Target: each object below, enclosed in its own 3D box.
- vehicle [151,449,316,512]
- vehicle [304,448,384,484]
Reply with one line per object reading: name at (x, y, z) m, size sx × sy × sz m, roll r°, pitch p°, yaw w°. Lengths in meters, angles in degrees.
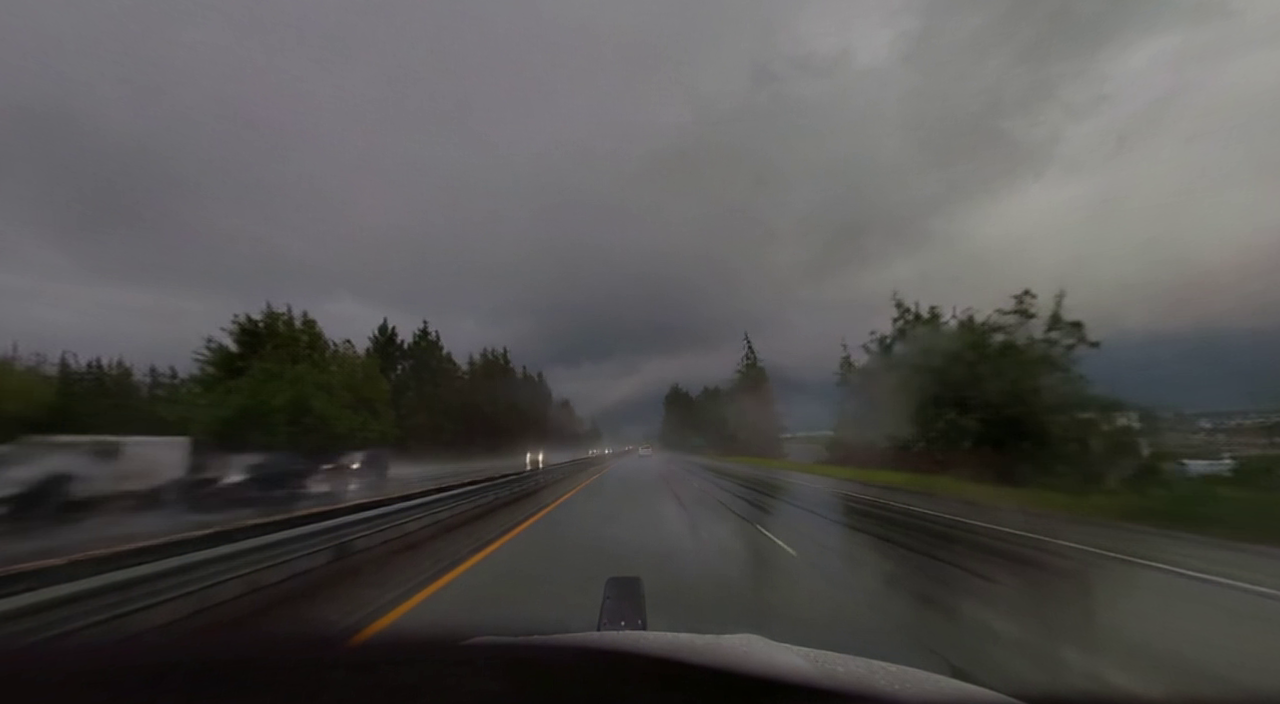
vehicle at (-11.642, 3.665, 18.503) m, size 1.821 × 1.584 × 4.498 m, roll 0°, pitch -9°, yaw 0°
vehicle at (-16.621, 6.393, 35.717) m, size 2.050 × 1.910 × 4.898 m, roll 0°, pitch -9°, yaw 0°
